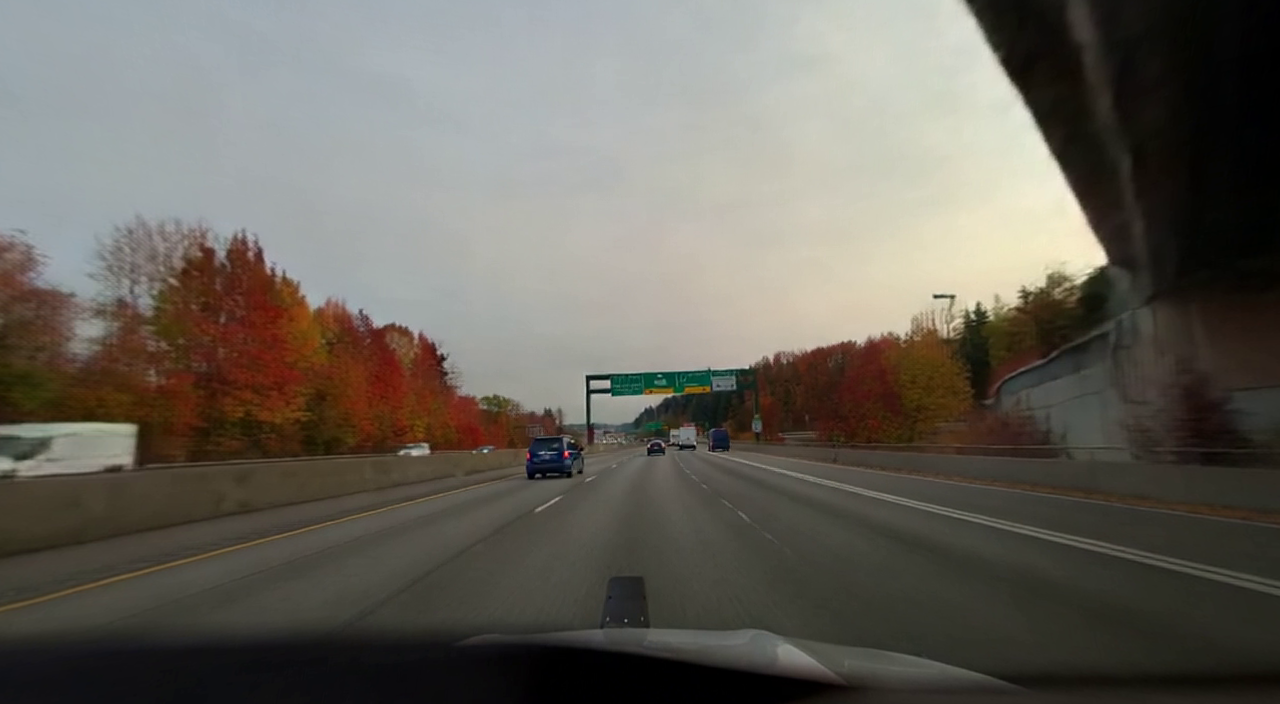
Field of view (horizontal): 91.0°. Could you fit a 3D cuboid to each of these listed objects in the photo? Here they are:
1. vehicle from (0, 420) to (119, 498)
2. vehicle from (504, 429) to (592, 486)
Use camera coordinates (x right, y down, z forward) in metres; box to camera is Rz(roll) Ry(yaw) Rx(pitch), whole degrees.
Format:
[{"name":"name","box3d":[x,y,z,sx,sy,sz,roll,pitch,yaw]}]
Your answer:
[{"name":"vehicle","box3d":[-22.929,3.897,23.098,2.310,2.609,5.912,-1,-8,2]},{"name":"vehicle","box3d":[-2.955,3.511,21.226,2.177,1.707,4.432,-1,-8,2]}]
